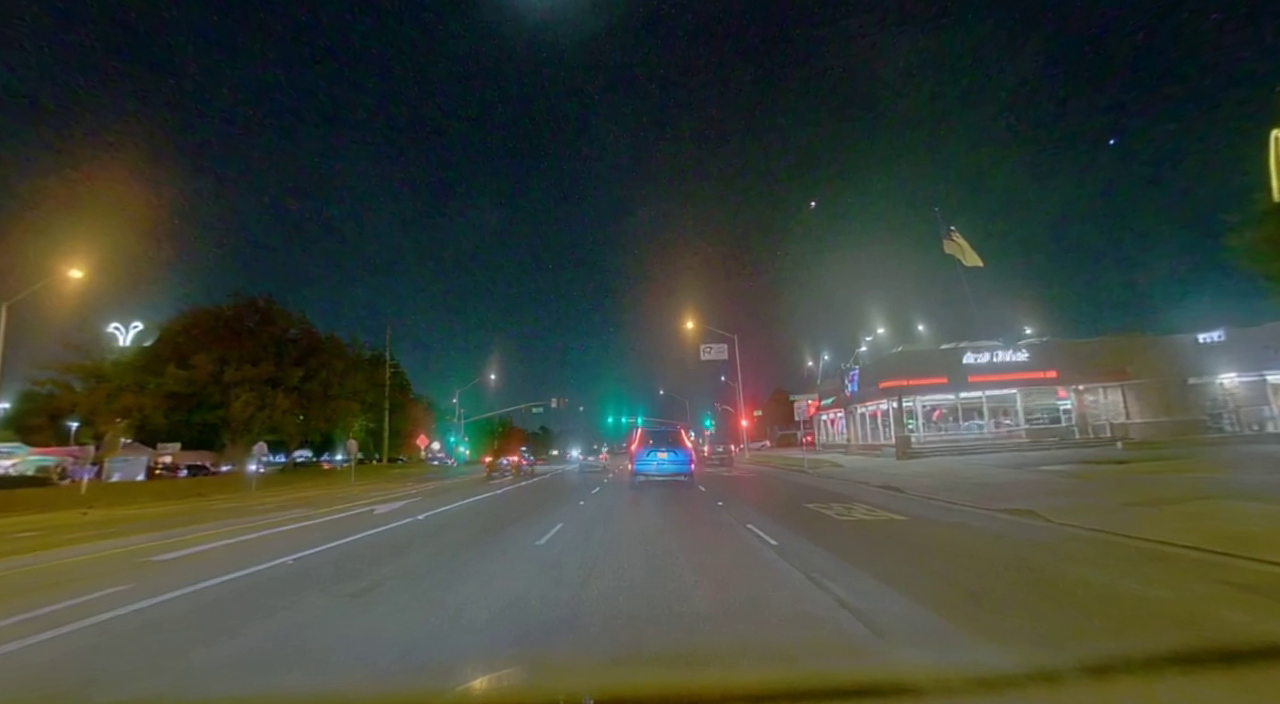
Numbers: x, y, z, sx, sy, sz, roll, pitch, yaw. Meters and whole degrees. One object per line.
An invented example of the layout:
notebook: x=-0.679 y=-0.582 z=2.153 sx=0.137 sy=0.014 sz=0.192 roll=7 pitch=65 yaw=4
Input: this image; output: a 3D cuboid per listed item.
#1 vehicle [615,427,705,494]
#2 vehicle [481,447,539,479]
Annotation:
vehicle: x=0.572 y=3.443 z=20.391 sx=2.513 sy=1.854 sz=5.235 roll=0 pitch=-8 yaw=0
vehicle: x=-6.663 y=5.711 z=32.760 sx=1.966 sy=1.461 sz=4.422 roll=0 pitch=-8 yaw=1
